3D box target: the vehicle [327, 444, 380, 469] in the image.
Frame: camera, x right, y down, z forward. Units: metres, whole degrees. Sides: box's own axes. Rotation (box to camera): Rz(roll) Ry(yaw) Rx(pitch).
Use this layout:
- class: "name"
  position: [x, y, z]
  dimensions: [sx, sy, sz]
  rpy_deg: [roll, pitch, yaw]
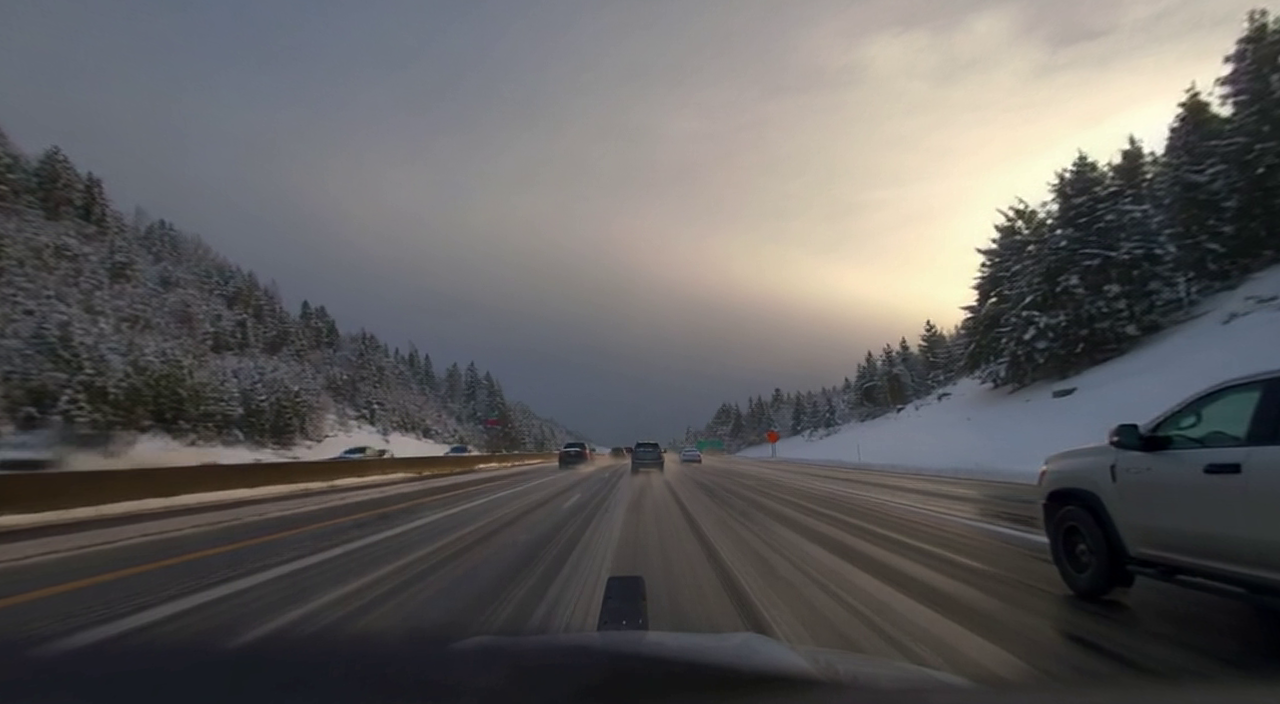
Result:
- class: "vehicle"
  position: [-16.132, 5.874, 35.631]
  dimensions: [1.436, 1.354, 3.176]
  rpy_deg: [0, -9, 1]

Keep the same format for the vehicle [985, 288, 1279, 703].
- class: "vehicle"
  position: [4.203, 0.623, 2.200]
  dimensions: [2.700, 1.980, 5.866]
  rpy_deg: [0, -8, 1]

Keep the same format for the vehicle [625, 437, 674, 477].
- class: "vehicle"
  position: [0.424, 4.818, 29.068]
  dimensions: [2.086, 1.685, 4.206]
  rpy_deg: [0, -8, 0]

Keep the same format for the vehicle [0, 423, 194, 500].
- class: "vehicle"
  position: [-12.596, 2.457, 14.458]
  dimensions: [1.817, 1.525, 3.880]
  rpy_deg: [0, -8, 1]

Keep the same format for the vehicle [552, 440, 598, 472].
- class: "vehicle"
  position: [-3.634, 5.862, 35.753]
  dimensions: [2.076, 1.690, 4.113]
  rpy_deg: [0, -8, 1]
